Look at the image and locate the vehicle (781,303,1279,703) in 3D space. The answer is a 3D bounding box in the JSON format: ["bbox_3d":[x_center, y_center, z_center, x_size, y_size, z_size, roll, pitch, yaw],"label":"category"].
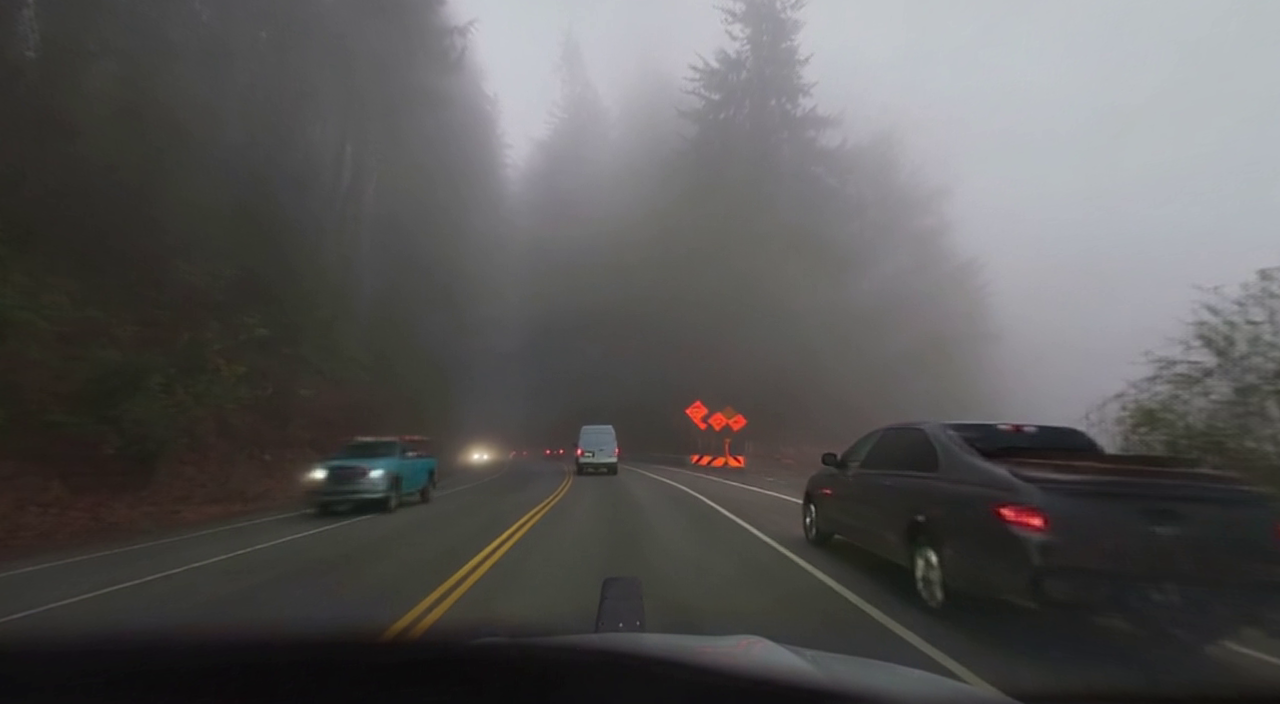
[{"bbox_3d":[3.580,1.224,6.477,2.415,1.932,6.910,1,-8,-3],"label":"vehicle"}]

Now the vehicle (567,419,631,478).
[{"bbox_3d":[-1.858,4.123,27.031,2.362,2.247,4.892,1,-8,-8],"label":"vehicle"}]

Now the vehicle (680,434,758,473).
[{"bbox_3d":[2.900,3.839,24.137,2.277,1.299,3.889,-1,-8,-3],"label":"vehicle"}]

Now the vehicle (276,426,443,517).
[{"bbox_3d":[-6.094,2.631,14.441,1.992,1.712,4.504,1,-8,-4],"label":"vehicle"}]
